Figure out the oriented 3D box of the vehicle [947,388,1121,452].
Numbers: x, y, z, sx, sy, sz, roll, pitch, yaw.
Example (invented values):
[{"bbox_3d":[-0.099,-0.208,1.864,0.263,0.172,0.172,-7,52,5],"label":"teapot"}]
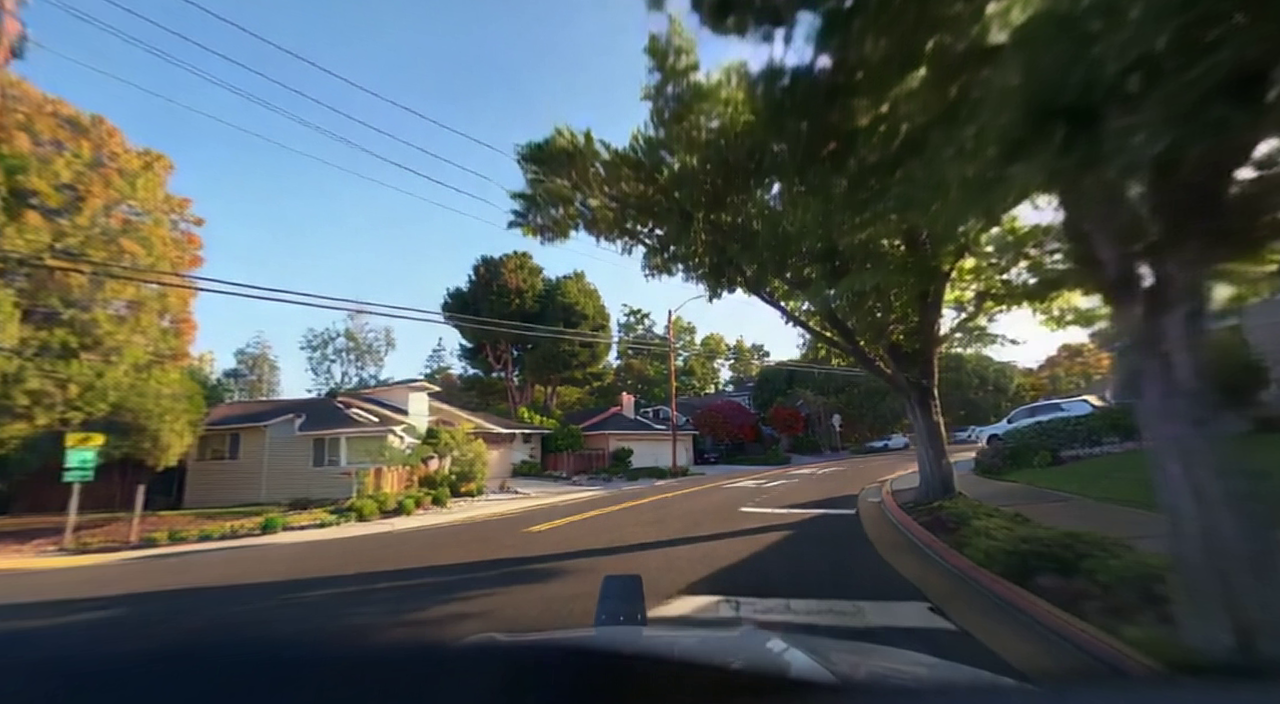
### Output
[{"bbox_3d":[14.293,2.584,23.109,5.011,2.014,2.056,-8,-13,39],"label":"vehicle"}]
